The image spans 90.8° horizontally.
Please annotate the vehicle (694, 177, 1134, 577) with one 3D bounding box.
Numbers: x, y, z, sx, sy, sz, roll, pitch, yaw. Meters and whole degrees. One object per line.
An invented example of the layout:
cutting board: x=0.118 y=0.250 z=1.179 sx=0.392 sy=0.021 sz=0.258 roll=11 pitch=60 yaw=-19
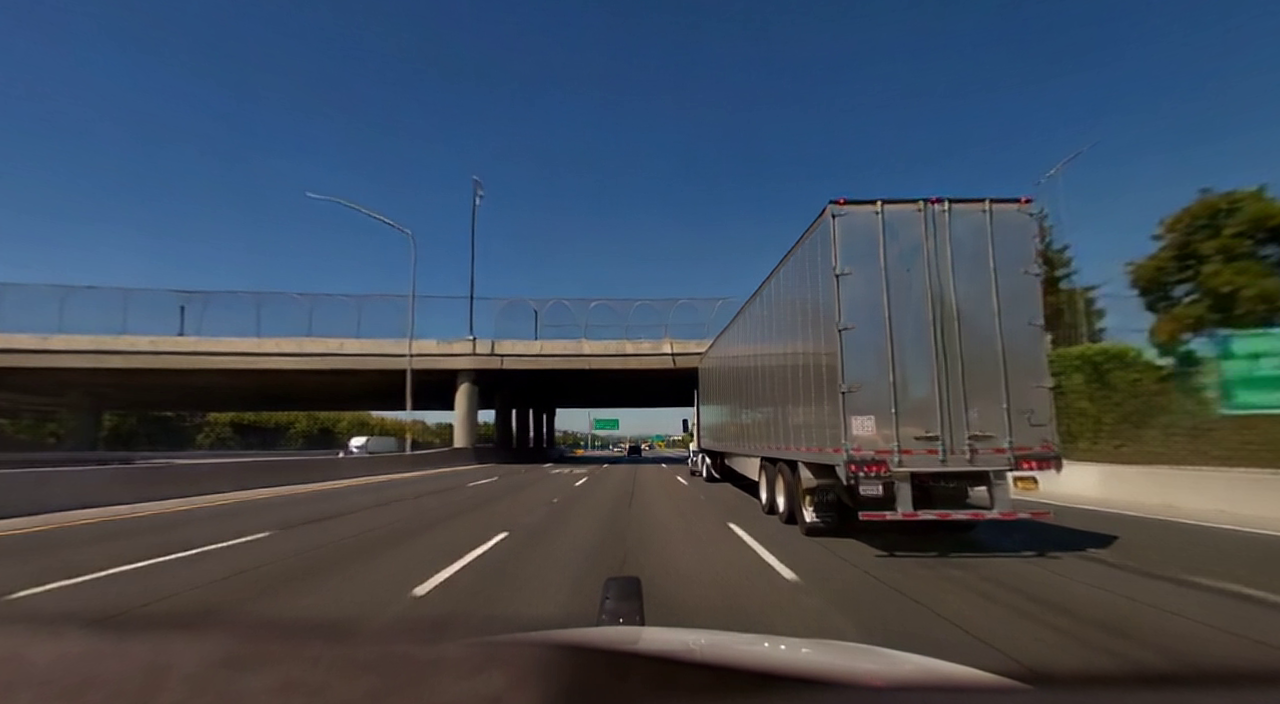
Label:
vehicle: x=3.424 y=1.395 z=14.646 sx=2.743 sy=4.160 sz=16.408 roll=0 pitch=-9 yaw=-1
